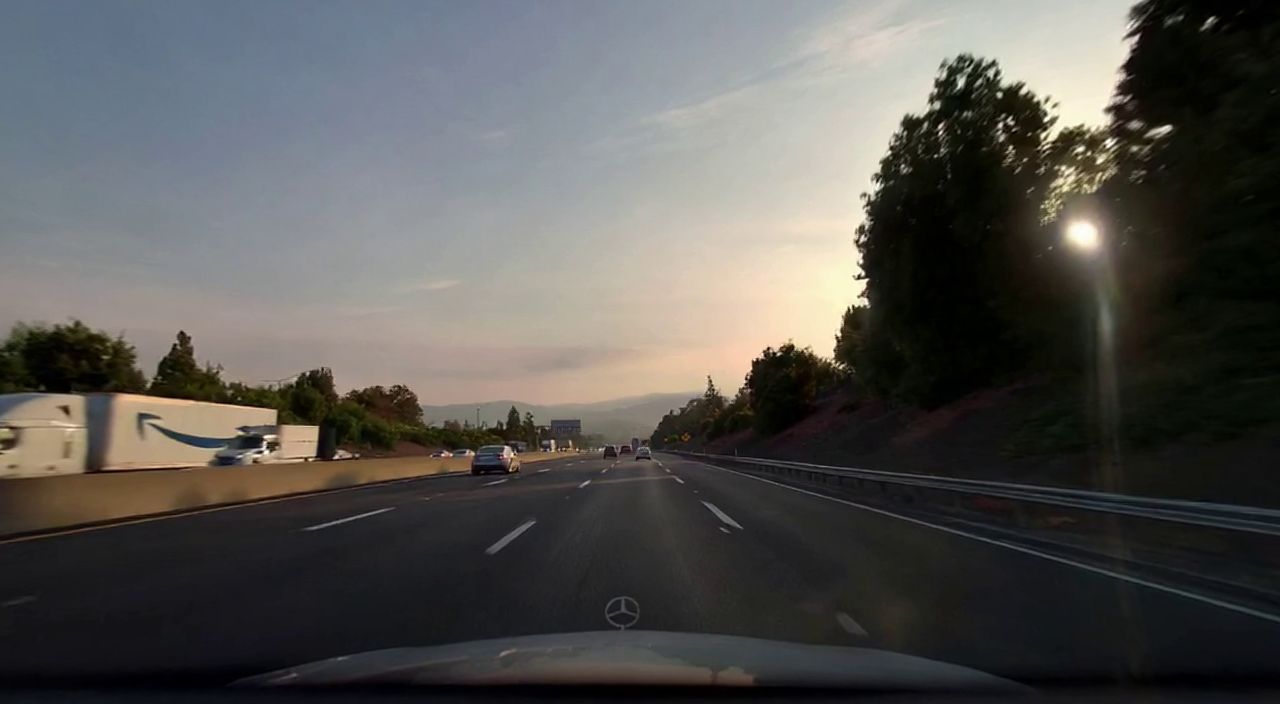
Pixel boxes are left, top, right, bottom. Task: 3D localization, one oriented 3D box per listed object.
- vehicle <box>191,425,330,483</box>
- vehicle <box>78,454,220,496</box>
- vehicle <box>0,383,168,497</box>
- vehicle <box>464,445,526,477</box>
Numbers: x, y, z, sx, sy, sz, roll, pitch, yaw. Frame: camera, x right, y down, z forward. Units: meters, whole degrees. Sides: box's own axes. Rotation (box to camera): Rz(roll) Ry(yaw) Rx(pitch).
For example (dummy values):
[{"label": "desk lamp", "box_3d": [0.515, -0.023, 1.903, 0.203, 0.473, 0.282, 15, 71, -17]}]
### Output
[{"label": "vehicle", "box_3d": [-19.297, 5.249, 32.766, 2.640, 2.648, 7.188, 0, -9, 1]}, {"label": "vehicle", "box_3d": [-19.201, 4.788, 25.003, 1.864, 1.454, 4.653, 0, -9, 0]}, {"label": "vehicle", "box_3d": [-23.184, 3.348, 23.644, 2.971, 3.836, 10.249, 0, -9, 0]}, {"label": "vehicle", "box_3d": [-7.244, 5.487, 31.991, 1.973, 1.494, 4.419, 0, -9, 1]}]
